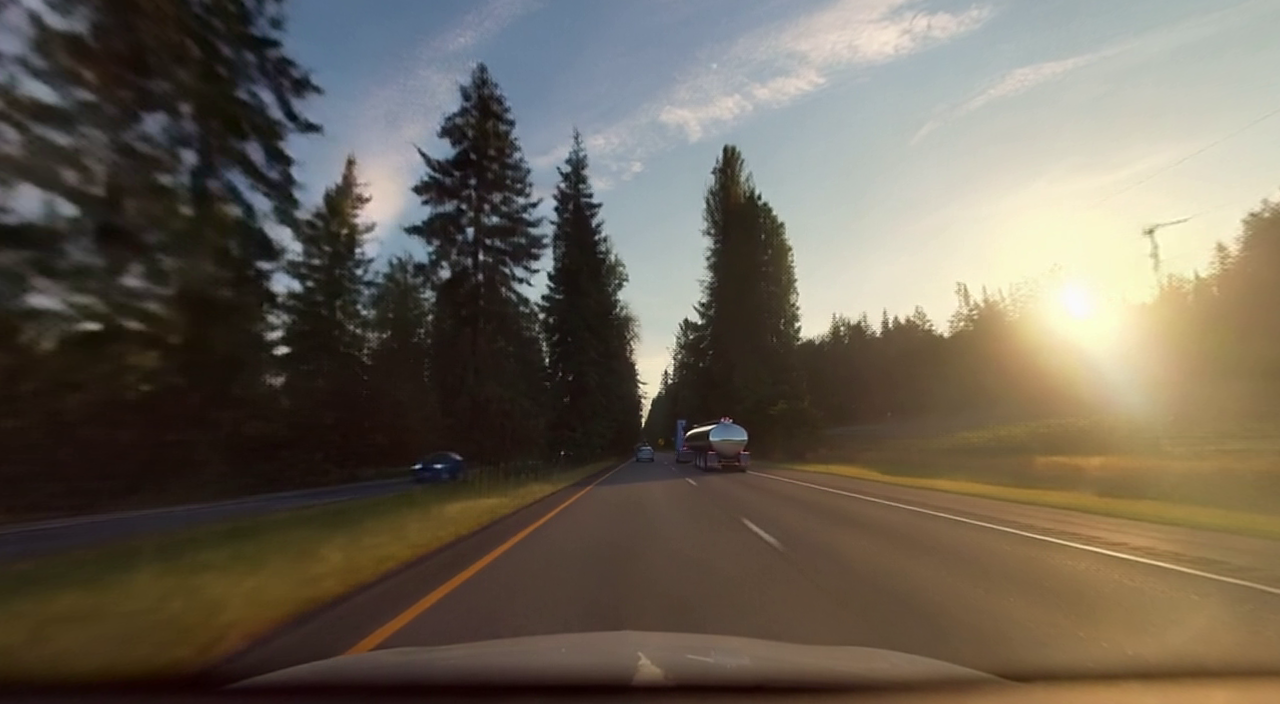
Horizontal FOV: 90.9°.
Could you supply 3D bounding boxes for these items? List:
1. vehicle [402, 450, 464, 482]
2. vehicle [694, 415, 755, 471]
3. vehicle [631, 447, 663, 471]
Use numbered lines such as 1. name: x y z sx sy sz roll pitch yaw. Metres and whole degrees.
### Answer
1. vehicle: -11.867 6.547 36.422 1.995 1.691 4.555 0 -9 0
2. vehicle: 4.988 5.600 38.468 2.718 3.034 7.395 0 -9 0
3. vehicle: 0.412 6.738 39.839 1.926 1.386 3.615 0 -9 0
